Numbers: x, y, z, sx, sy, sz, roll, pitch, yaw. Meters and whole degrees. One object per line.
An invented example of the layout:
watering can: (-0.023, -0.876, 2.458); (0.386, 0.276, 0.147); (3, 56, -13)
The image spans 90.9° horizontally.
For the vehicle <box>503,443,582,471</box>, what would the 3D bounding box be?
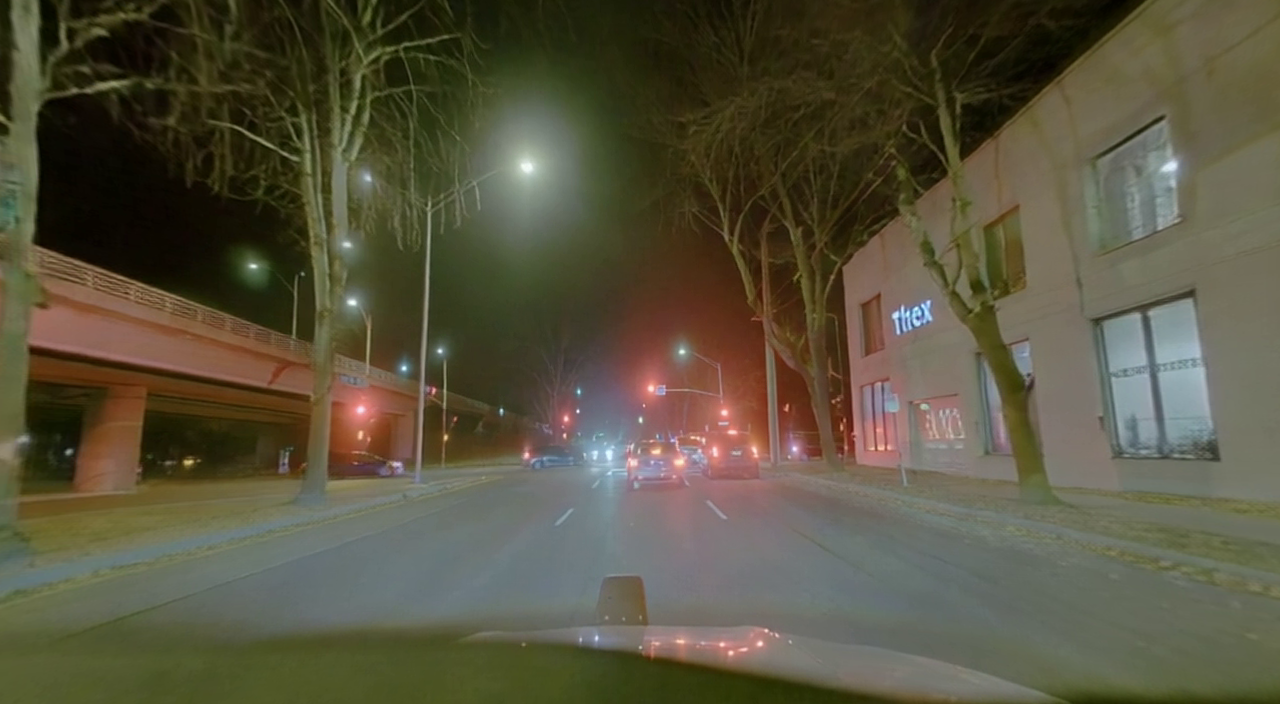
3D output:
vehicle: (-5.691, 6.140, 37.154); (4.302, 1.543, 1.860); (7, -11, -42)

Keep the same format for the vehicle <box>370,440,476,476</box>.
vehicle: (-12.547, 6.148, 36.931); (2.322, 1.916, 5.640); (-5, -10, 31)

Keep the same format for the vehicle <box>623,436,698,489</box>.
vehicle: (0.580, 3.433, 19.905); (2.101, 1.467, 4.210); (0, -8, 0)

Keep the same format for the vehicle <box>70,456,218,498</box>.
vehicle: (-20.111, 5.037, 25.769); (1.873, 1.462, 4.283); (-5, -10, 31)

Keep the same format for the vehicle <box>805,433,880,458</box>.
vehicle: (14.526, 6.701, 45.378); (4.698, 1.736, 1.945); (1, -8, -7)

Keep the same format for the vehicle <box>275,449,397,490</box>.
vehicle: (-13.484, 5.178, 28.263); (1.832, 1.611, 4.546); (-6, -10, 34)

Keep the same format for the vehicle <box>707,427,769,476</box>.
vehicle: (4.296, 4.460, 28.358); (2.080, 1.999, 4.379); (0, -8, 1)
